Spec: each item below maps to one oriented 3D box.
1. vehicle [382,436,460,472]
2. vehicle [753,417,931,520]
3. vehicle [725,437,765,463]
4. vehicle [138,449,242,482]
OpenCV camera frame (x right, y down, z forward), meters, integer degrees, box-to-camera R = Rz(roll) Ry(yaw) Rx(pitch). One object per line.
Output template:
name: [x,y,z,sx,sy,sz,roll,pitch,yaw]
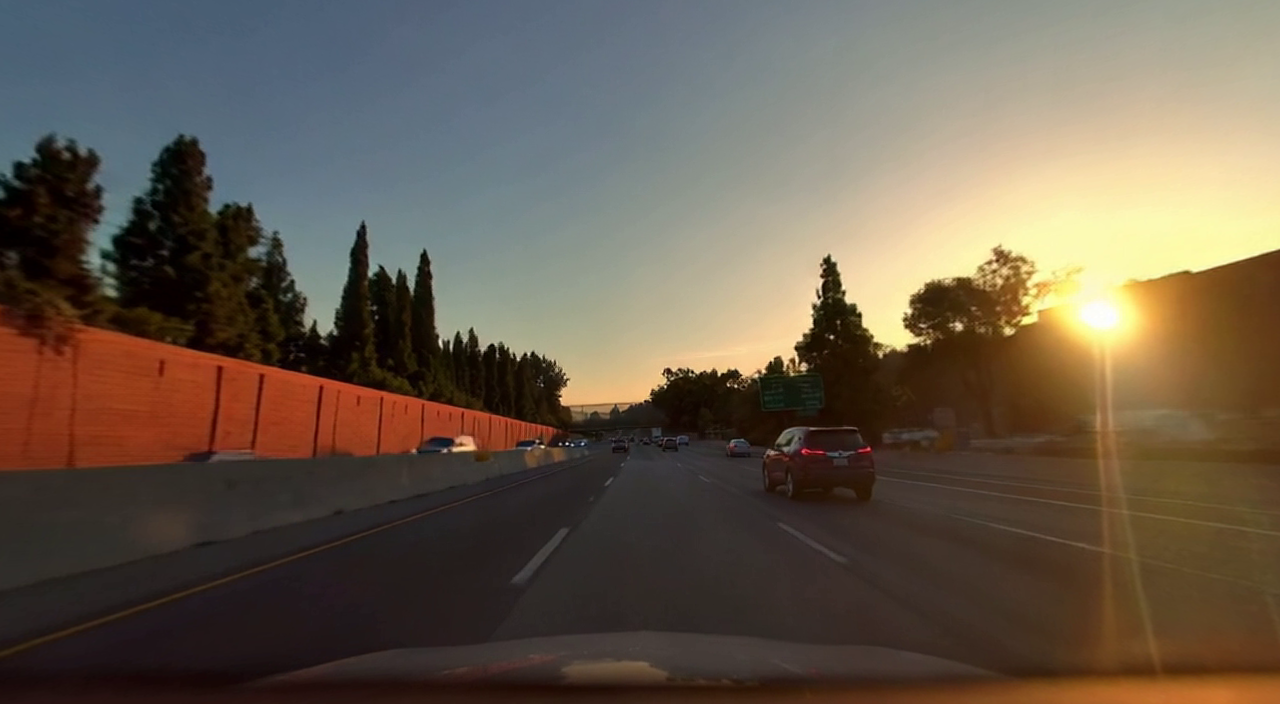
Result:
vehicle: [-10.771,5.053,31.452,2.082,1.662,4.798,0,-8,1]
vehicle: [3.971,2.391,13.433,2.190,1.783,4.637,0,-8,-1]
vehicle: [7.663,7.181,46.356,2.066,1.795,4.674,0,-8,-1]
vehicle: [-21.687,5.440,30.636,1.788,1.445,4.425,0,-8,0]
